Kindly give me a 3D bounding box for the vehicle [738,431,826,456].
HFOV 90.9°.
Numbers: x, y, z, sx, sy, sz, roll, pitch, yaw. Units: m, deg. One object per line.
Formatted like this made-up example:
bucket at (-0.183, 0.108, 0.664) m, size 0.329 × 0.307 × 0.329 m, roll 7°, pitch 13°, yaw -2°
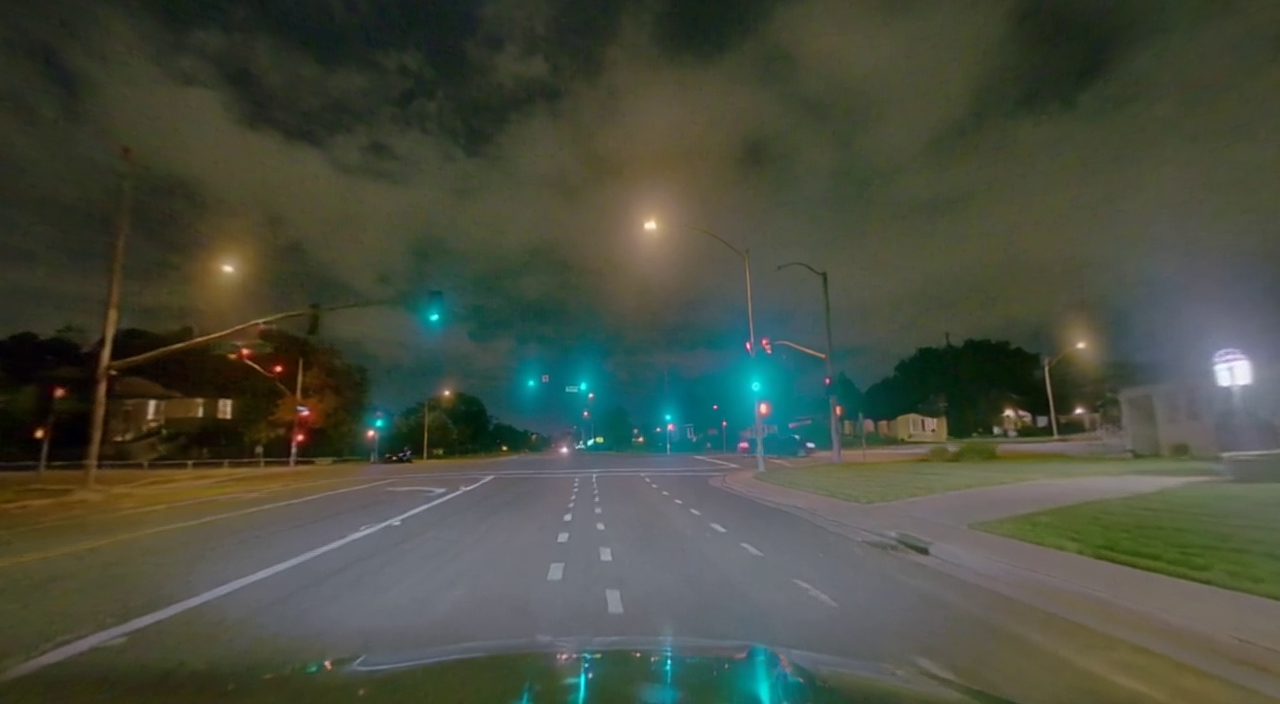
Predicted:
vehicle at (8.447, 5.482, 37.669) m, size 4.759 × 1.461 × 1.788 m, roll 1°, pitch -8°, yaw -4°
